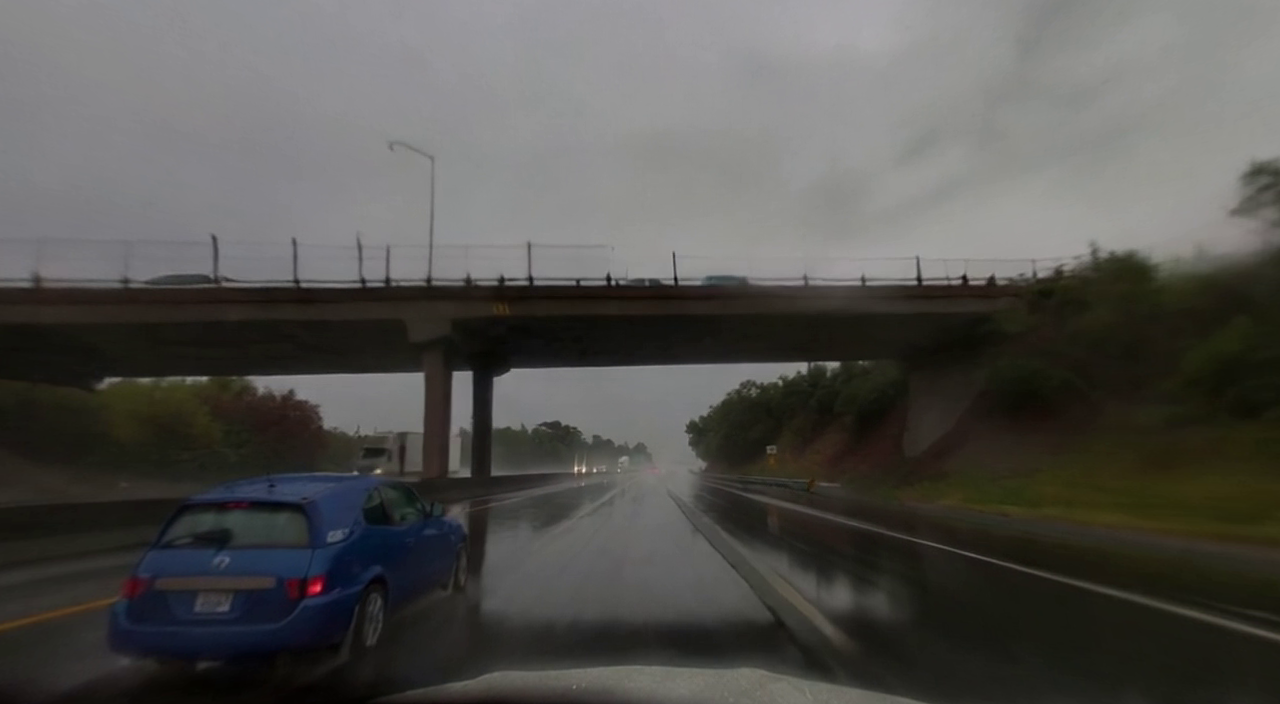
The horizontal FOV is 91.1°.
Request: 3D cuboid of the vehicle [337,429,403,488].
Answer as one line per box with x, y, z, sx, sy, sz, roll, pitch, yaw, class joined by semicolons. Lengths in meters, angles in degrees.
-18.994;7.516;44.364;2.987;3.971;3.106;0;-11;1;vehicle
